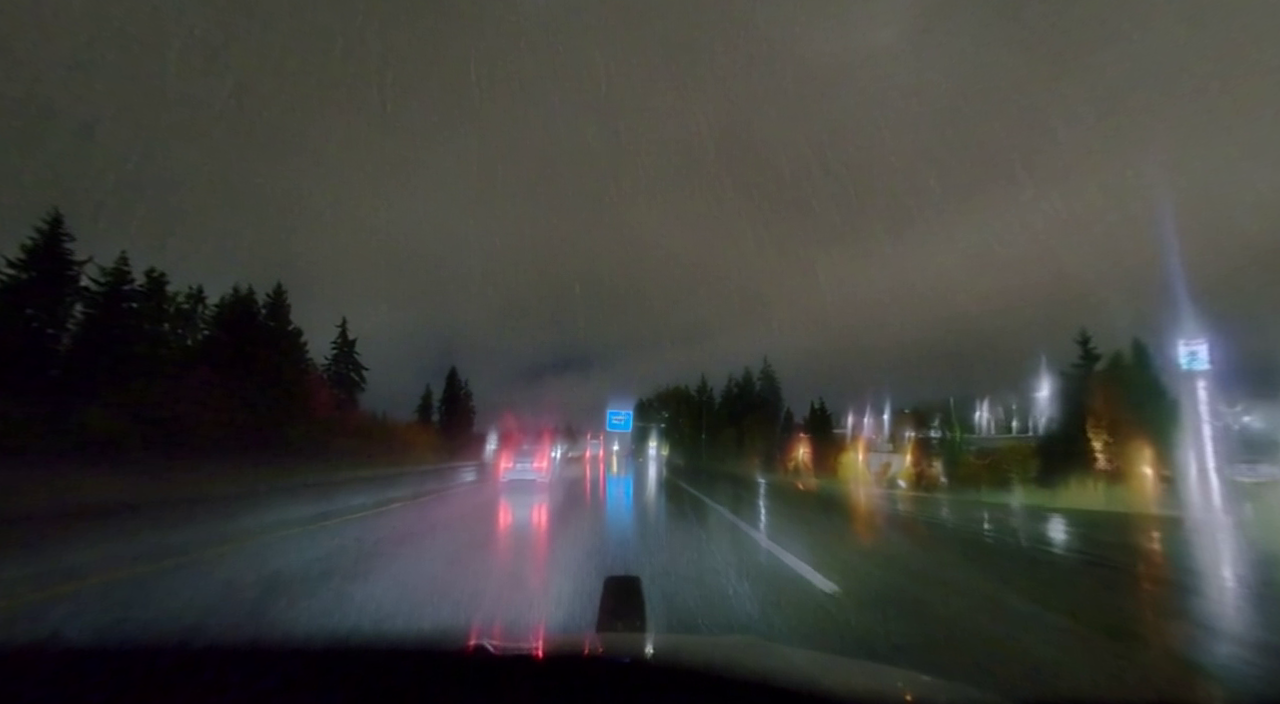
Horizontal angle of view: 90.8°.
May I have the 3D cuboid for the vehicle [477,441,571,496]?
[{"bbox_3d":[-3.687,3.834,21.157,2.184,1.574,5.004,0,-9,0],"label":"vehicle"}]
